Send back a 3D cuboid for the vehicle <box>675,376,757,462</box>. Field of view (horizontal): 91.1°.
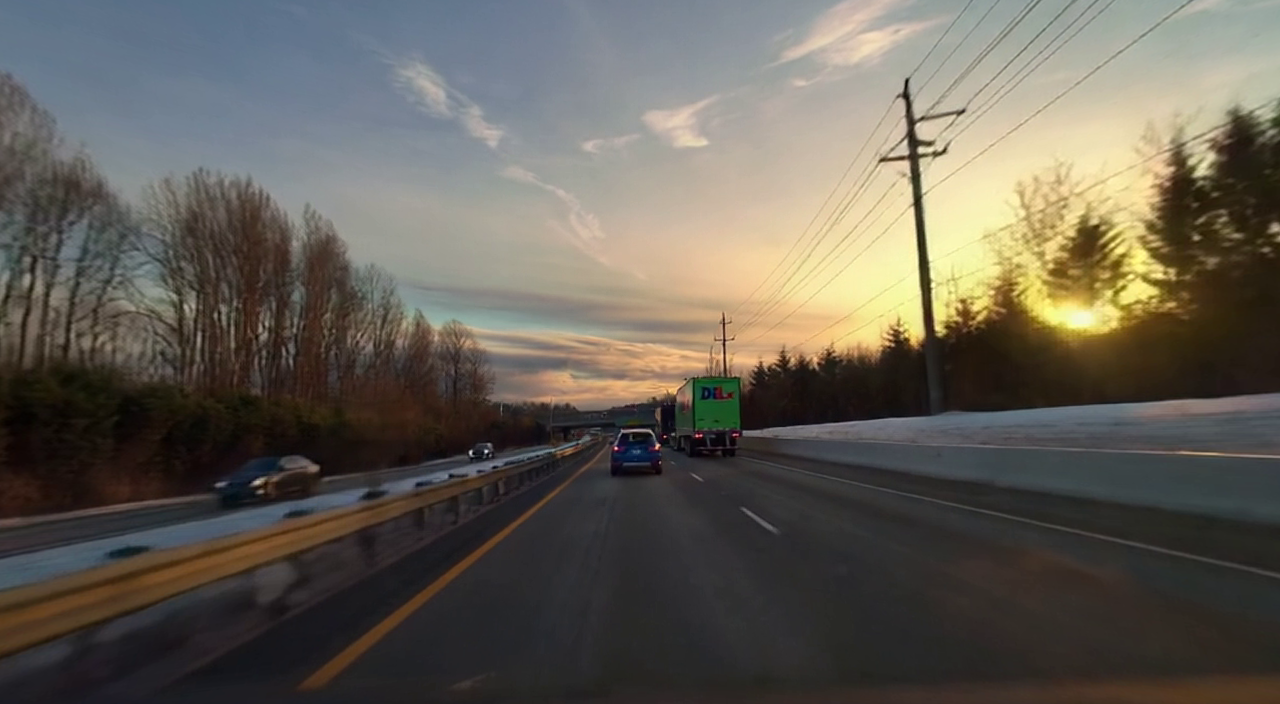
[{"bbox_3d":[3.639,3.590,32.700,2.835,3.872,8.916,0,-8,-2],"label":"vehicle"}]

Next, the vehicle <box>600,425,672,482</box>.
[{"bbox_3d":[-0.187,3.151,19.833,2.062,1.581,3.914,0,-8,-2],"label":"vehicle"}]
